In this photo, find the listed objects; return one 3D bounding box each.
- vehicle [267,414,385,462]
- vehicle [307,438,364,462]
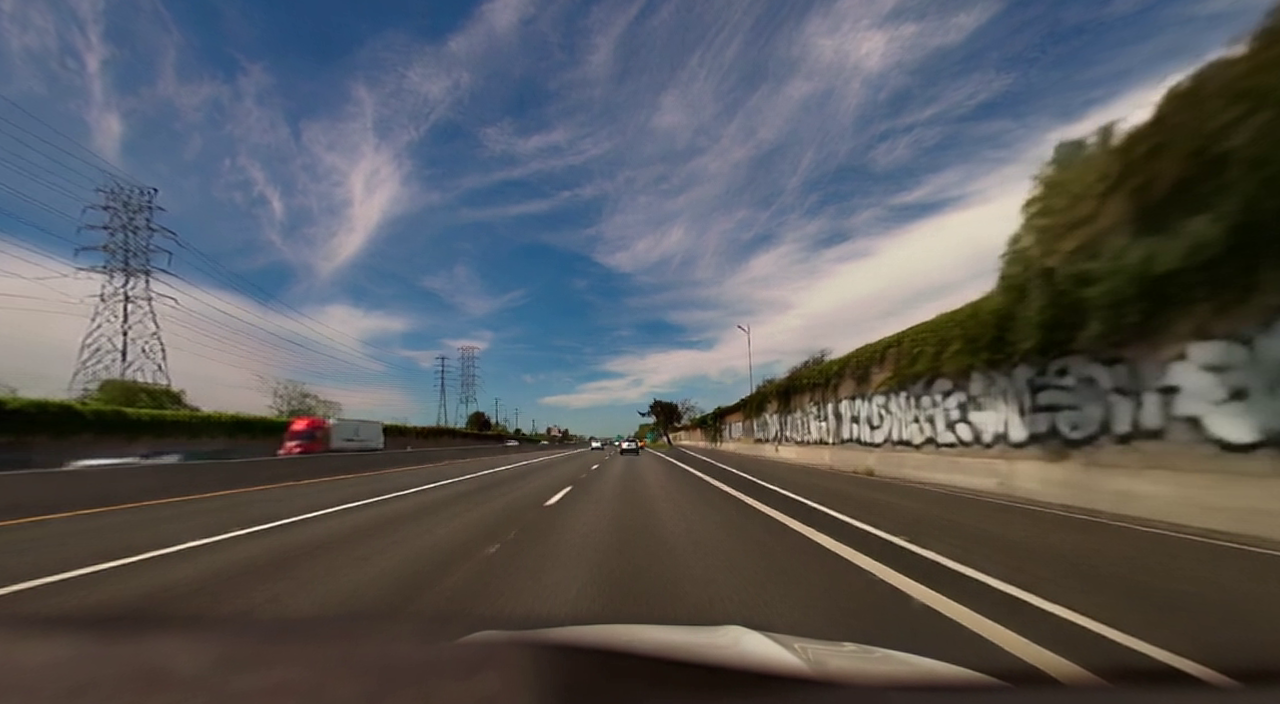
[{"bbox_3d":[-23.144,6.491,47.549,2.898,3.171,12.148,0,-8,-1],"label":"vehicle"},{"bbox_3d":[-19.214,6.191,39.918,1.703,1.394,3.744,0,-8,-1],"label":"vehicle"}]
